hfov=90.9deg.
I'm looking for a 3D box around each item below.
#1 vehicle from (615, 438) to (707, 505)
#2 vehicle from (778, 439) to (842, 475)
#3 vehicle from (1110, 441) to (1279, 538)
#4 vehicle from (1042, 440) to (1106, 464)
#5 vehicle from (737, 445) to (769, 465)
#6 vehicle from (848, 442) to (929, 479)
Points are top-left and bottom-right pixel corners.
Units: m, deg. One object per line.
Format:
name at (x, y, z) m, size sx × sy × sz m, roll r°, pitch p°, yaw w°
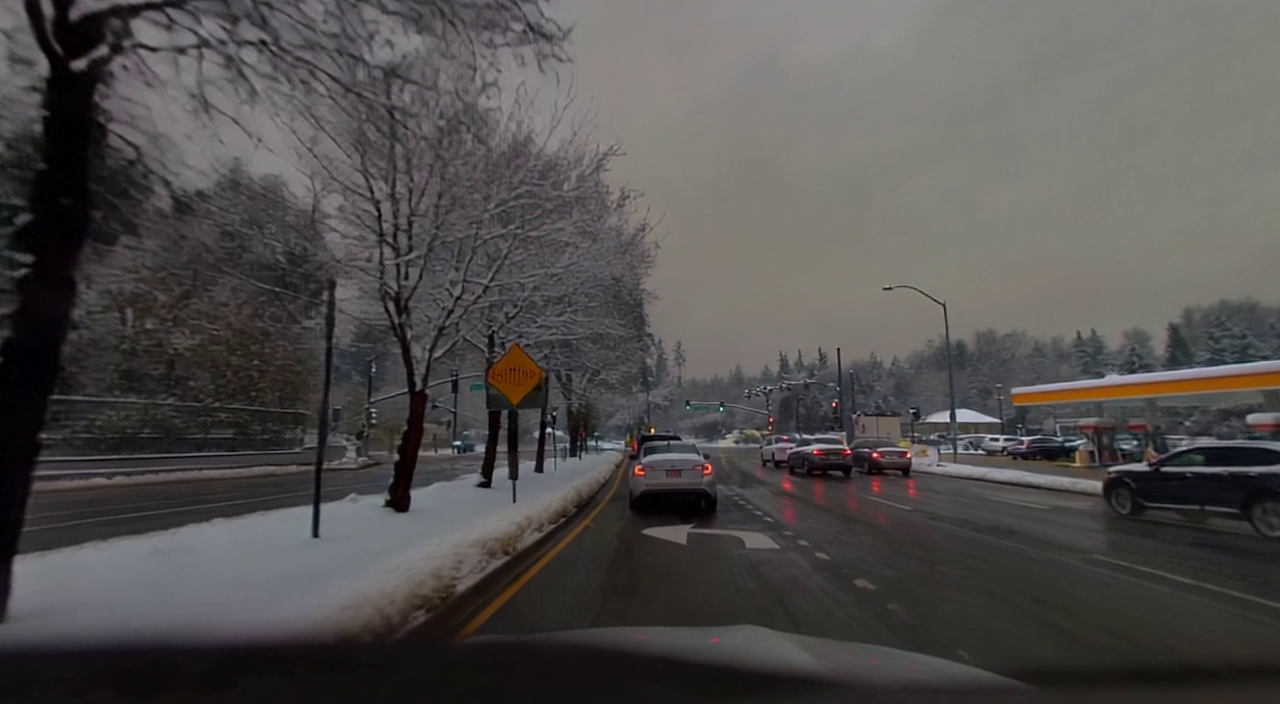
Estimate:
vehicle at (0.486, 2.981, 16.072) m, size 2.032 × 1.461 × 4.173 m, roll 0°, pitch -9°, yaw 0°
vehicle at (8.588, 5.325, 32.190) m, size 1.991 × 1.695 × 4.357 m, roll 0°, pitch -9°, yaw -1°
vehicle at (10.846, 2.316, 10.942) m, size 1.880 × 1.472 × 4.694 m, roll 0°, pitch -9°, yaw 2°
vehicle at (30.110, 6.957, 43.851) m, size 1.914 × 1.563 × 3.672 m, roll -1°, pitch -9°, yaw 3°
vehicle at (8.440, 7.723, 47.303) m, size 1.716 × 1.400 × 3.921 m, roll 0°, pitch -9°, yaw 1°
vehicle at (11.359, 4.990, 29.174) m, size 1.976 × 1.584 × 4.516 m, roll 0°, pitch -9°, yaw 1°
